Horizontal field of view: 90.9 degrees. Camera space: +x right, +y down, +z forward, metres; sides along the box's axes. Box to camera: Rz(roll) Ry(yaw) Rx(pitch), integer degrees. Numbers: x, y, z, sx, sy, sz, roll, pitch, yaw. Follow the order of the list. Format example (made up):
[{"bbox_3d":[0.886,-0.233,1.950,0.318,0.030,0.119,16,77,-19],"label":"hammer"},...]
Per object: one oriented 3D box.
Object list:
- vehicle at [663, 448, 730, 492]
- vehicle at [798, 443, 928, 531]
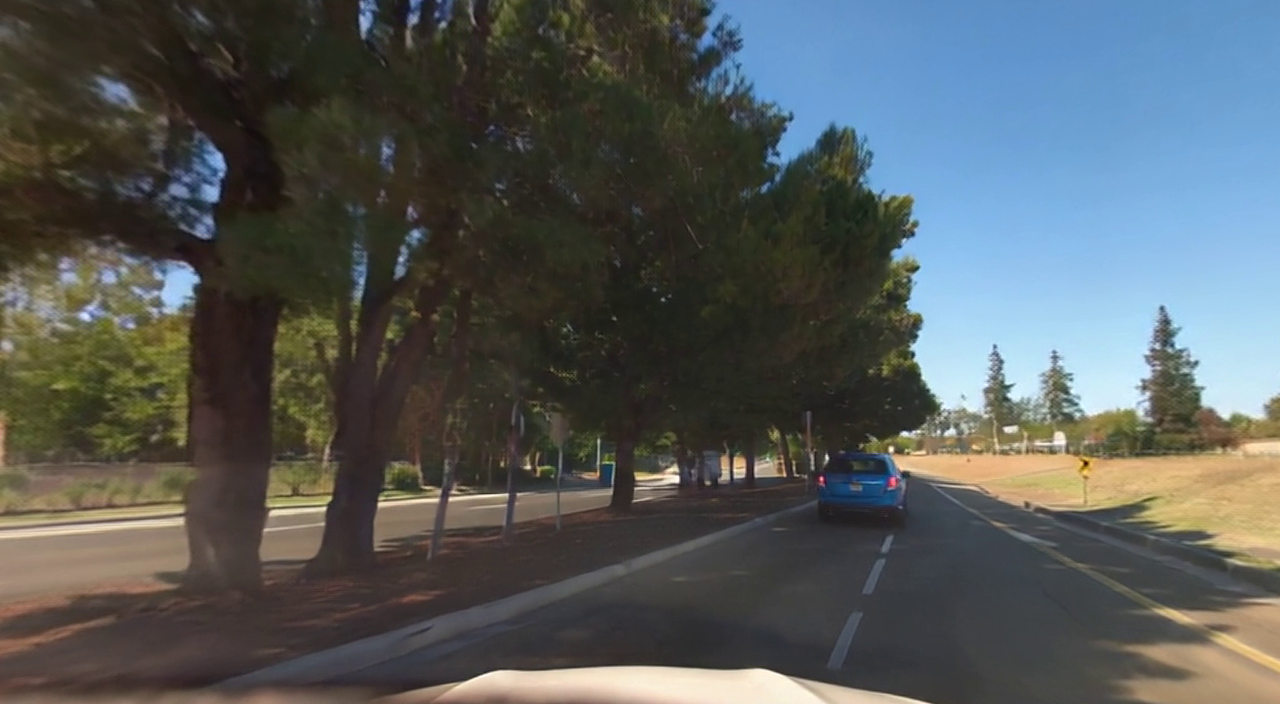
[{"bbox_3d":[2.942,5.794,31.467,2.150,1.927,5.209,-3,-9,18],"label":"vehicle"},{"bbox_3d":[4.896,2.726,13.449,2.148,1.521,4.089,-4,-9,25],"label":"vehicle"}]
